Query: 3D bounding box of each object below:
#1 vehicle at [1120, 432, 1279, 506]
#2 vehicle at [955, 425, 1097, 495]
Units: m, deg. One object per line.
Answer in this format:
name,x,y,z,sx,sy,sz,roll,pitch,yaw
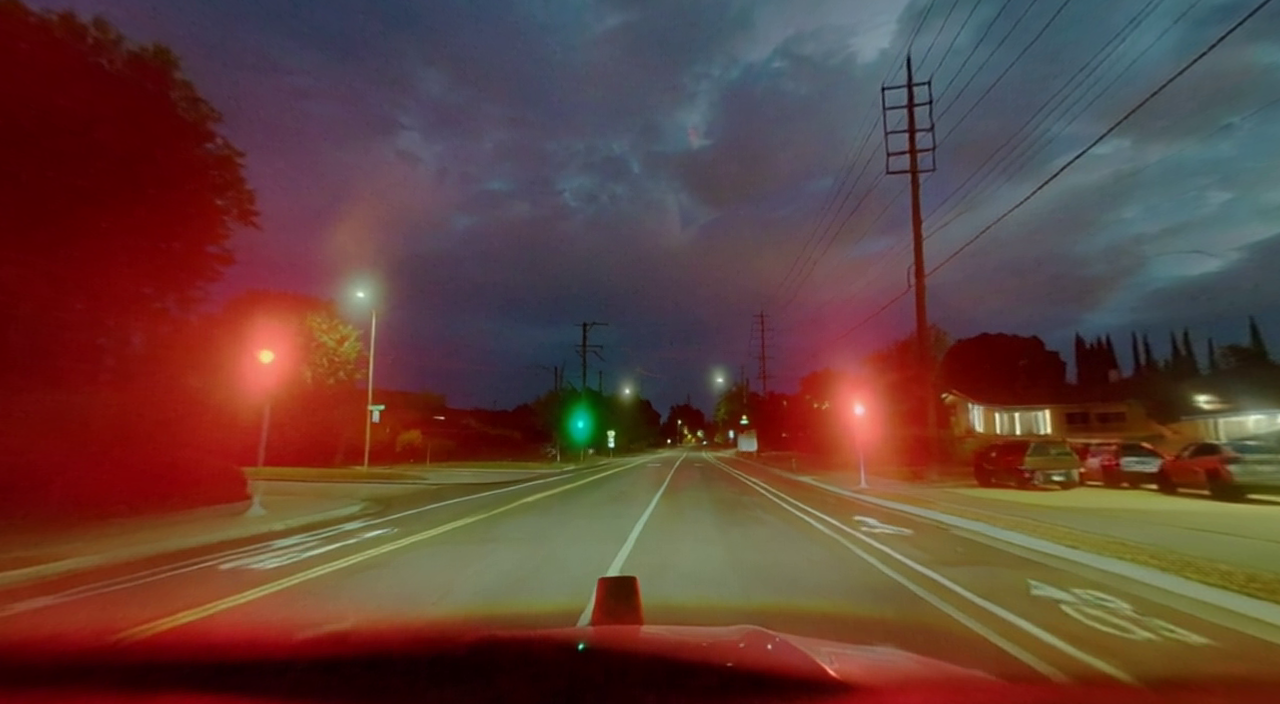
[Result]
vehicle,15.354,3.024,16.673,1.935,1.683,4.669,0,-9,6
vehicle,12.321,3.465,20.543,1.912,1.953,4.651,0,-9,4
